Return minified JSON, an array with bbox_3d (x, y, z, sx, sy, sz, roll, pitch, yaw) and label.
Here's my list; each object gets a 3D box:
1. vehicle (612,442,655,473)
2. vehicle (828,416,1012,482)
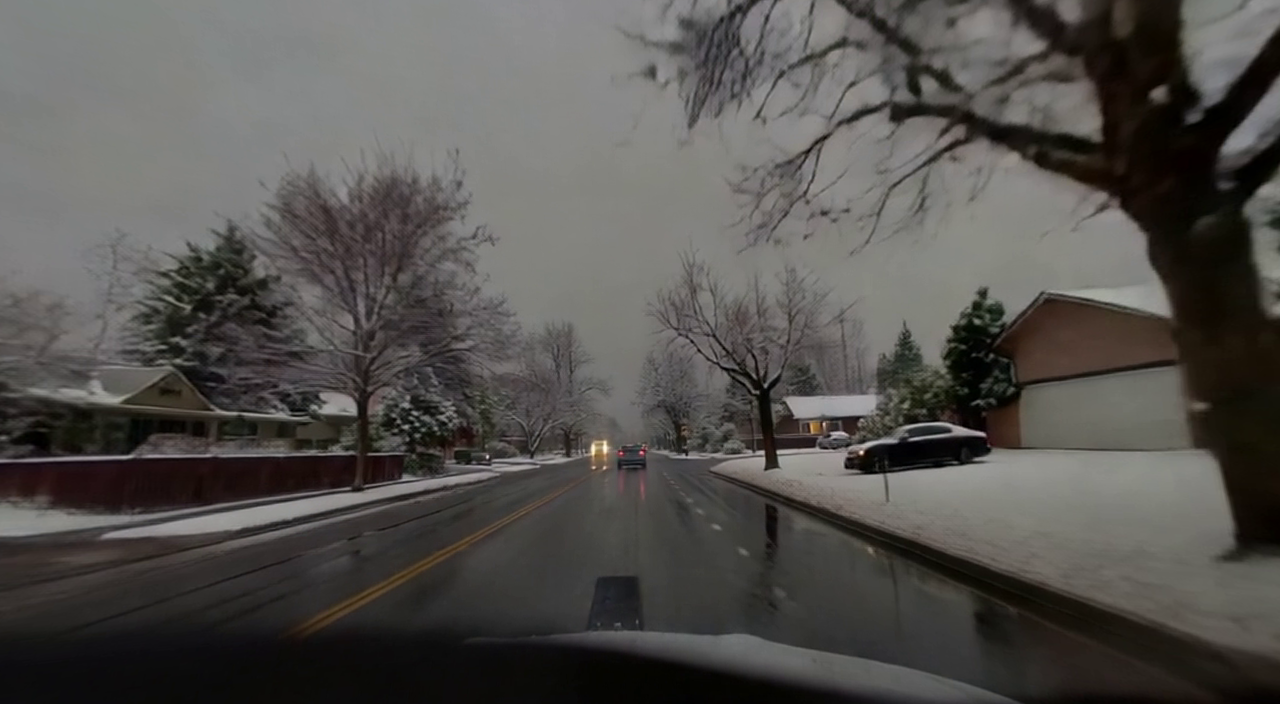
[{"bbox_3d":[-0.307,5.425,32.808,2.098,1.483,4.099,0,-9,0],"label":"vehicle"},{"bbox_3d":[8.700,3.028,19.956,4.740,1.467,2.074,-6,-8,-3],"label":"vehicle"}]
